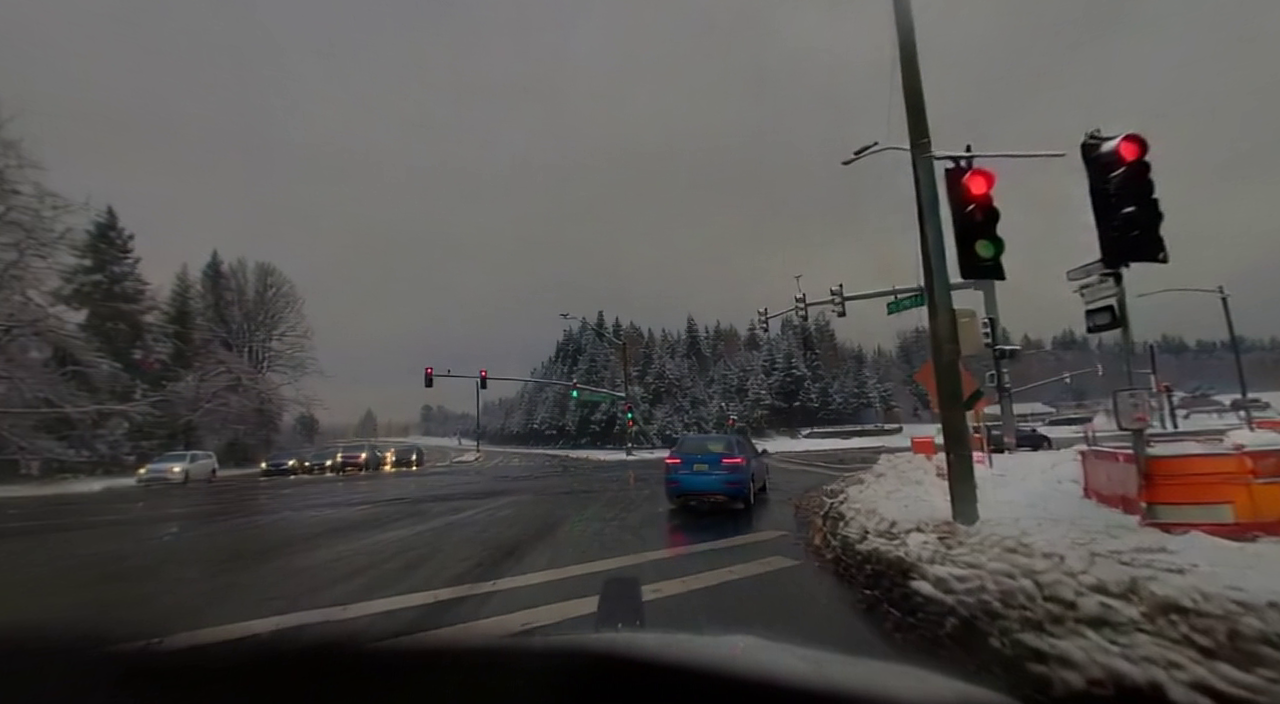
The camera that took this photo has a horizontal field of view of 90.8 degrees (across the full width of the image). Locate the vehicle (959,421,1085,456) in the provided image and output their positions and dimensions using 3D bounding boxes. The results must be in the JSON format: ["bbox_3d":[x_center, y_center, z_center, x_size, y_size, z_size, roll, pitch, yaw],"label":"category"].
[{"bbox_3d":[17.346,3.959,28.887,4.467,1.477,1.873,-2,-8,8],"label":"vehicle"}]

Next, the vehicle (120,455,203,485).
[{"bbox_3d":[-30.763,7.589,40.845,2.142,1.723,4.692,1,-9,-8],"label":"vehicle"}]

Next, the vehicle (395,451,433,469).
[{"bbox_3d":[-17.831,8.516,49.997,1.870,1.344,4.321,1,-9,-6],"label":"vehicle"}]

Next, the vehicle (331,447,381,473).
[{"bbox_3d":[-21.193,8.048,47.301,2.101,1.759,4.619,1,-9,-8],"label":"vehicle"}]

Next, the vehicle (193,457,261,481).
[{"bbox_3d":[-27.919,7.873,42.890,2.024,1.448,4.478,1,-9,-7],"label":"vehicle"}]

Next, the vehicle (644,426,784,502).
[{"bbox_3d":[1.916,2.595,15.002,2.183,1.506,4.286,-4,-9,22],"label":"vehicle"}]

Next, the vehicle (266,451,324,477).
[{"bbox_3d":[-24.457,7.909,44.923,2.081,1.670,4.376,1,-9,-8],"label":"vehicle"}]
